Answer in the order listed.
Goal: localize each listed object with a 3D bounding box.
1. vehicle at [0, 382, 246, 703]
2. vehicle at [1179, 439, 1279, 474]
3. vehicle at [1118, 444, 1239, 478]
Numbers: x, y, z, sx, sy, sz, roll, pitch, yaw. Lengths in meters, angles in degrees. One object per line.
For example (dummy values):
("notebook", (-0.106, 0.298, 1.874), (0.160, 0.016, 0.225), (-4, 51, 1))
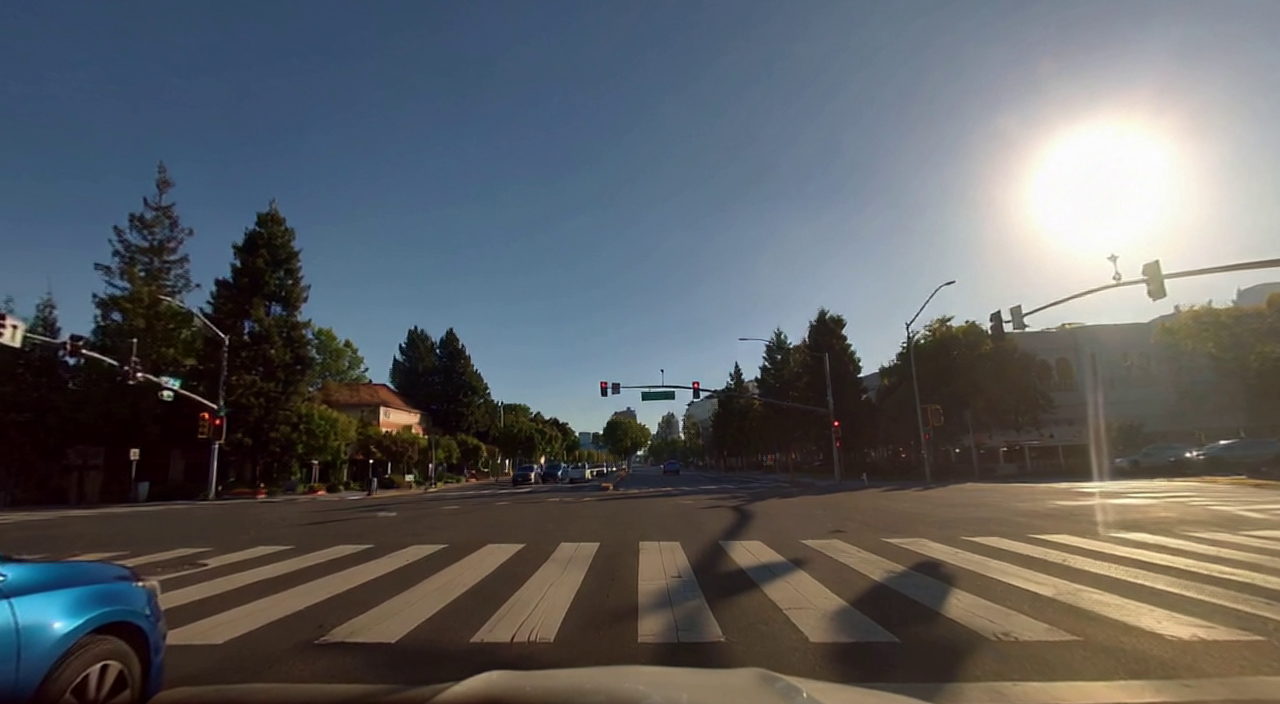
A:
("vehicle", (-2.989, 0.753, 1.238), (1.969, 1.513, 3.773), (0, -8, 0))
("vehicle", (25.674, 4.379, 26.586), (4.347, 1.411, 1.784), (0, -8, -2))
("vehicle", (25.106, 5.047, 29.521), (4.123, 1.469, 1.790), (0, -8, -5))
